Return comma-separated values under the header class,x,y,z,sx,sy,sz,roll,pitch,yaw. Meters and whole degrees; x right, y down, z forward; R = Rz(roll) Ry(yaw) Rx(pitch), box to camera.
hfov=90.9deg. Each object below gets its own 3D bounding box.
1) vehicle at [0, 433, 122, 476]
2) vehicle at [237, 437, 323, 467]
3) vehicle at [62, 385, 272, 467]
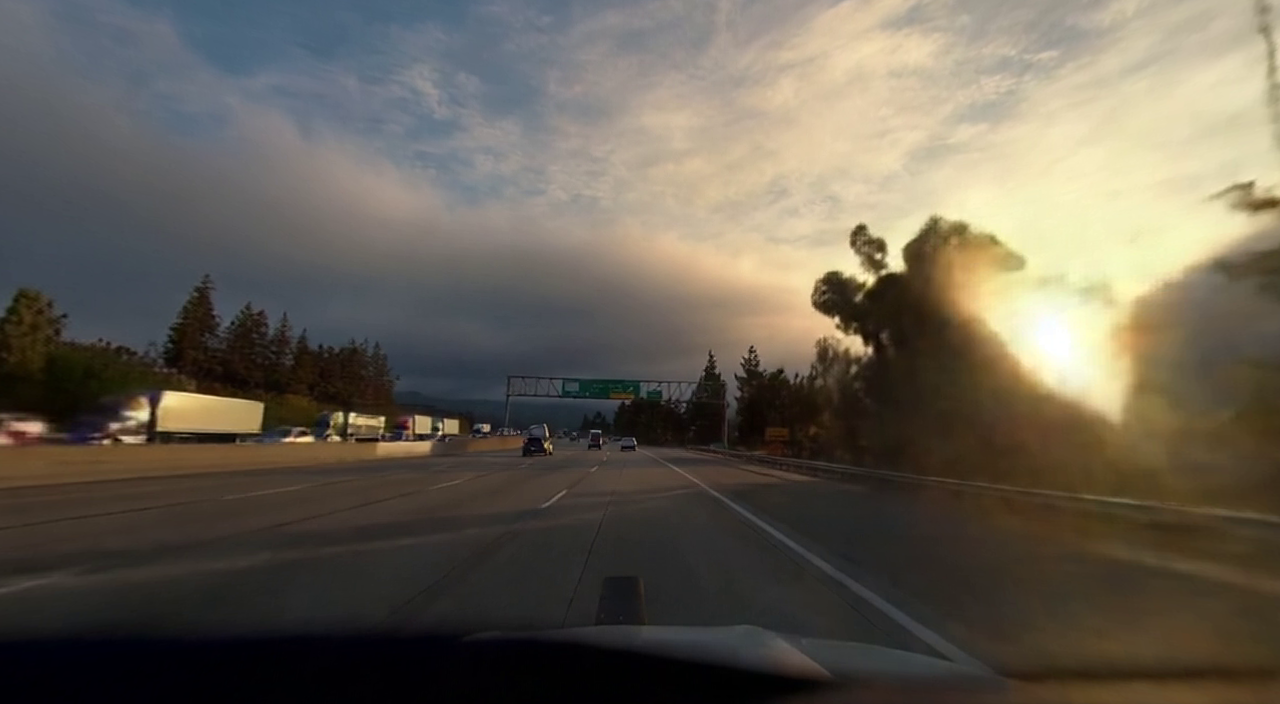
class,x,y,z,sx,sy,sz,roll,pitch,yaw
vehicle,-21.506,3.703,23.137,1.694,1.407,3.871,0,-8,-1
vehicle,-18.389,5.094,32.457,1.896,1.425,4.391,0,-8,-1
vehicle,-25.671,4.266,35.557,2.922,3.800,11.932,0,-8,-2
